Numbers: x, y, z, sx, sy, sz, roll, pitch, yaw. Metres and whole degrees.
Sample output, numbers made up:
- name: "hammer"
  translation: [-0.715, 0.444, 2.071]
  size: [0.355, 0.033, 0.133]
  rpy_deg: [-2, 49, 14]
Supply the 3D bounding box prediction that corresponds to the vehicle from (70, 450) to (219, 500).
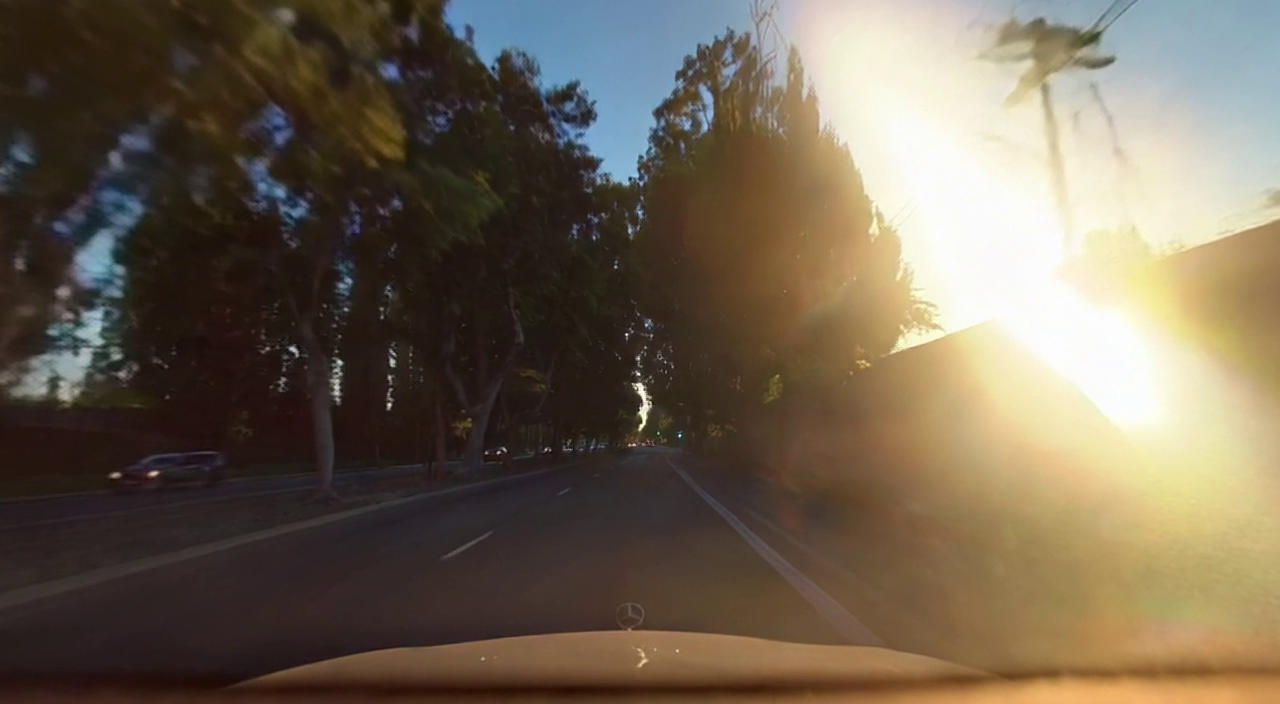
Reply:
- name: "vehicle"
  translation: [-18.195, 4.497, 23.482]
  size: [1.930, 1.608, 4.414]
  rpy_deg: [0, -8, 0]
